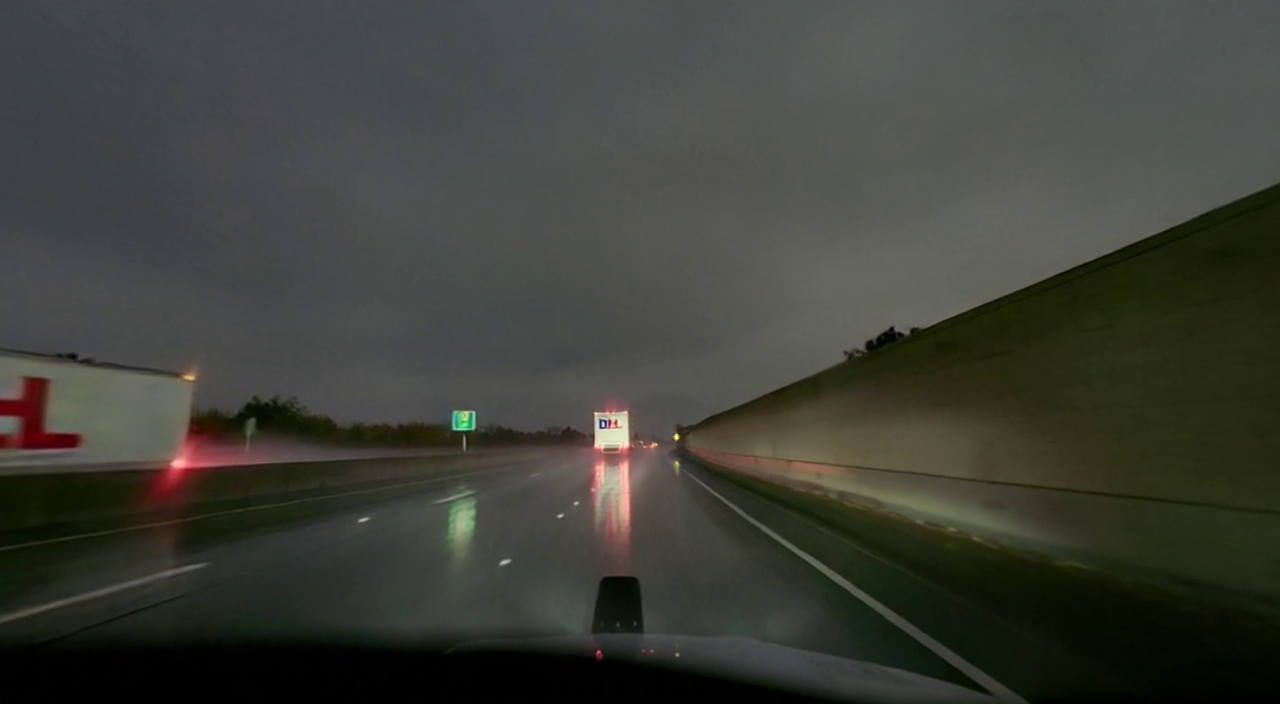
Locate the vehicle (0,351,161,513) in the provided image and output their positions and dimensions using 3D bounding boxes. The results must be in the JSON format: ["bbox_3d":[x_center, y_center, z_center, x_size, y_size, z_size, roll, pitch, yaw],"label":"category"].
[{"bbox_3d":[-17.540,1.567,12.306,3.102,4.025,16.974,1,-7,0],"label":"vehicle"}]
